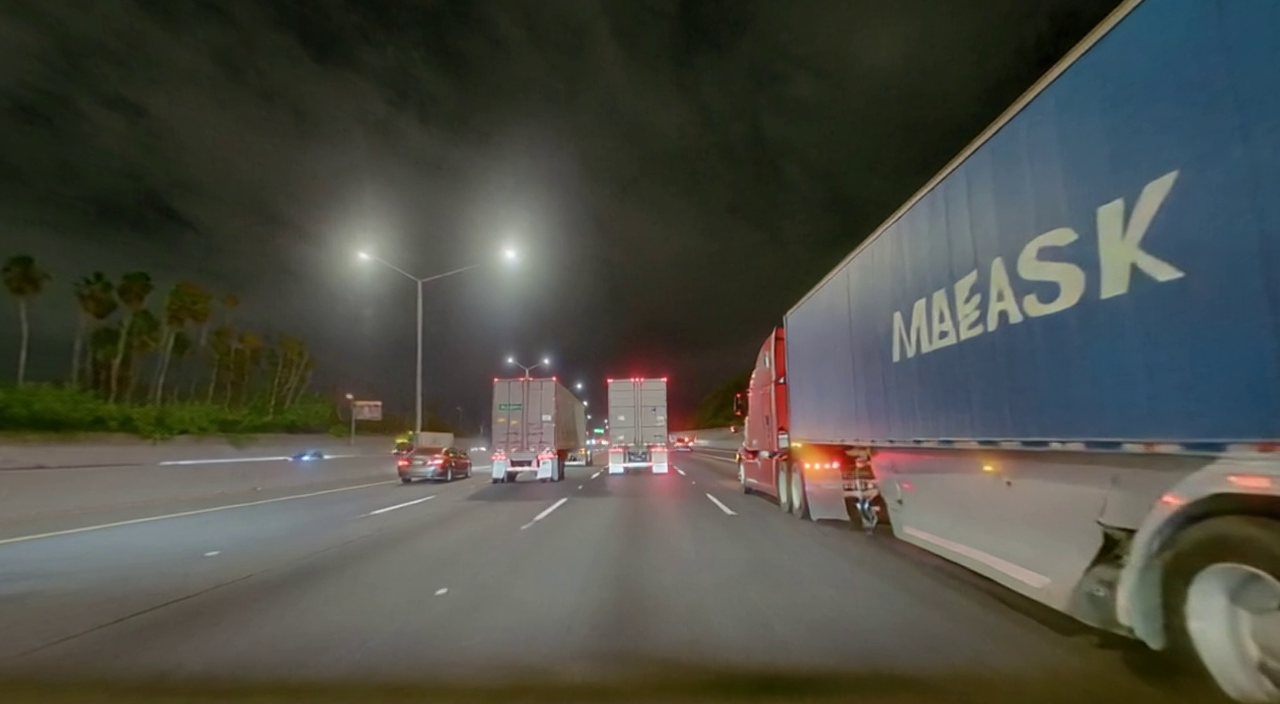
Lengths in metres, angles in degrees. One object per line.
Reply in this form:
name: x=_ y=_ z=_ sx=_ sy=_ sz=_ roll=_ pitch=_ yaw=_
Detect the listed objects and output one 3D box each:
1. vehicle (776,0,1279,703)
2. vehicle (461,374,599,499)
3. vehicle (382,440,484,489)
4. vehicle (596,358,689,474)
vehicle: x=4.360 y=0.201 z=6.491 sx=2.887 sy=4.178 sz=14.553 roll=0 pitch=-8 yaw=1
vehicle: x=-3.210 y=2.968 z=21.905 sx=2.786 sy=3.228 sz=11.082 roll=0 pitch=-8 yaw=0
vehicle: x=-6.799 y=3.724 z=21.267 sx=1.916 sy=1.465 sz=4.451 roll=0 pitch=-8 yaw=0
vehicle: x=0.132 y=3.519 z=30.179 sx=3.097 sy=3.856 sz=18.209 roll=0 pitch=-9 yaw=0
